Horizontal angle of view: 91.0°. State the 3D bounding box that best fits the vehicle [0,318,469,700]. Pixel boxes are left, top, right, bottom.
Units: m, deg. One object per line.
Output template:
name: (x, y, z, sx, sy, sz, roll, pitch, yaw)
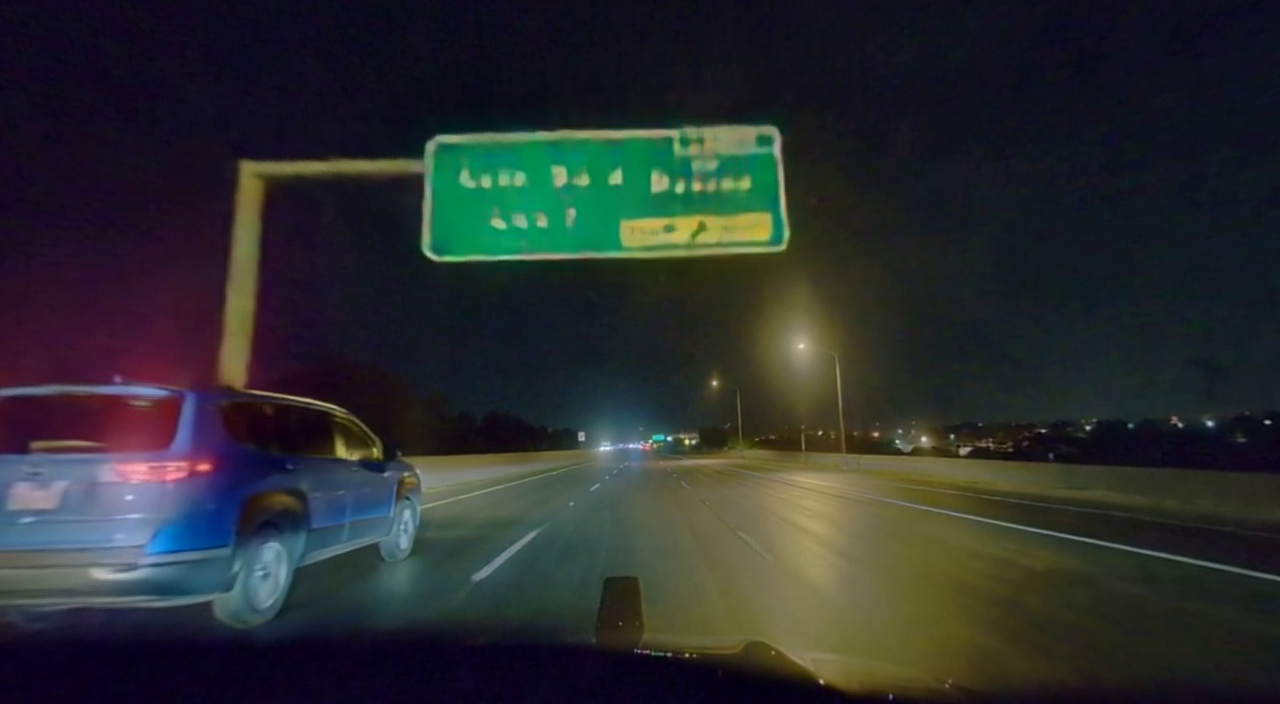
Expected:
vehicle: (-3.749, 1.201, 6.132, 2.431, 1.928, 5.760, 0, -9, 1)
